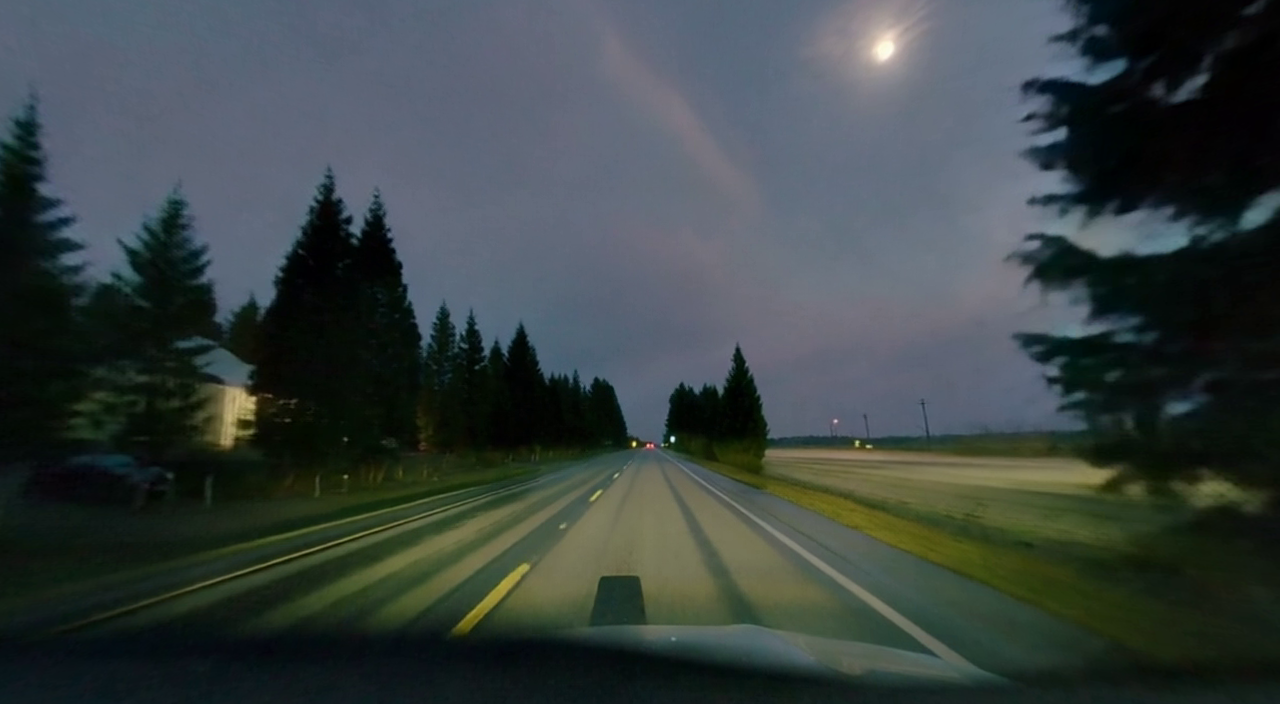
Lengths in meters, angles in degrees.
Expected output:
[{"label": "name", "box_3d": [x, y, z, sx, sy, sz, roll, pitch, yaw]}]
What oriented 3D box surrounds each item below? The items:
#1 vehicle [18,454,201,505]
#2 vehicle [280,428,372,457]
[{"label": "vehicle", "box_3d": [-17.787, 4.266, 21.303, 4.366, 1.589, 1.970, 0, -8, 1]}, {"label": "vehicle", "box_3d": [-19.993, 5.785, 40.320, 4.640, 1.765, 2.242, 0, -8, -3]}]
